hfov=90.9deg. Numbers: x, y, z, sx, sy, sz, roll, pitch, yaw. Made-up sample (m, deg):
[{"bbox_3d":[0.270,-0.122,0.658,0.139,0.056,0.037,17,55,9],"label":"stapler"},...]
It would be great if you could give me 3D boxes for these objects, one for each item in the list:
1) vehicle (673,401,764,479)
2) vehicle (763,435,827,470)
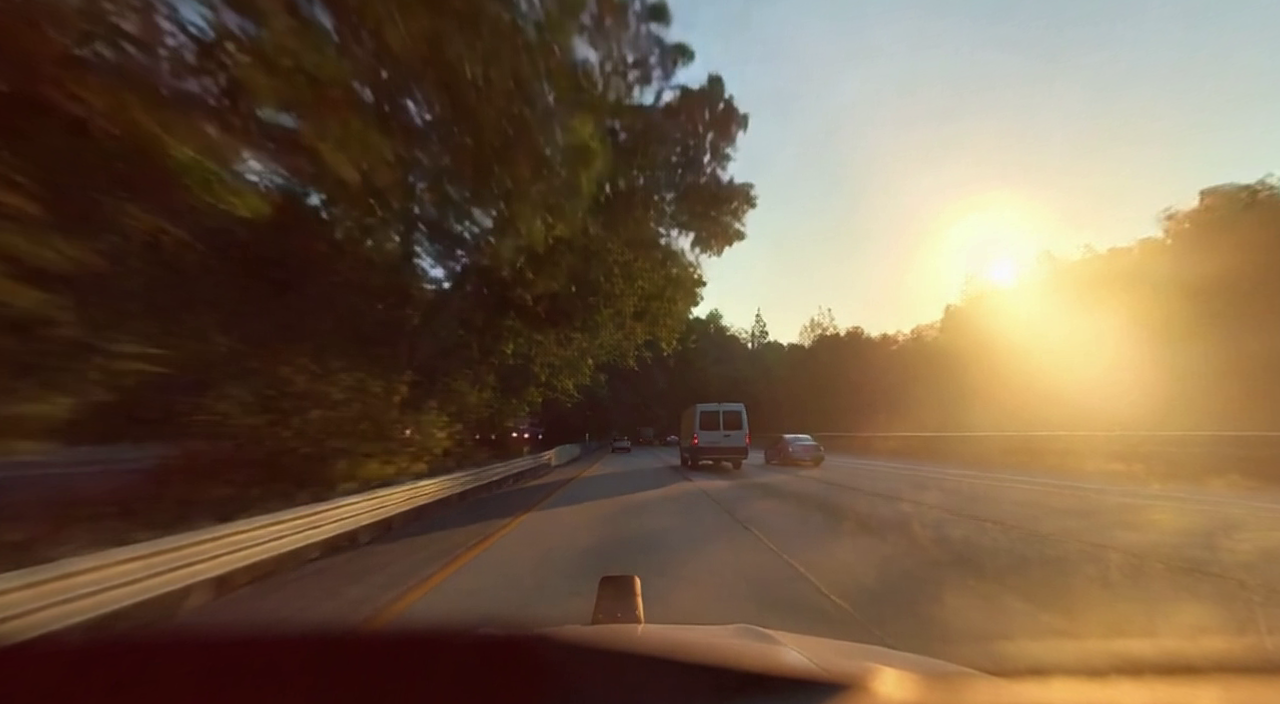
[{"bbox_3d":[2.711,3.231,23.384,2.436,2.521,5.409,0,-8,-2],"label":"vehicle"},{"bbox_3d":[6.889,4.474,28.388,1.821,1.468,3.805,0,-8,-2],"label":"vehicle"}]
